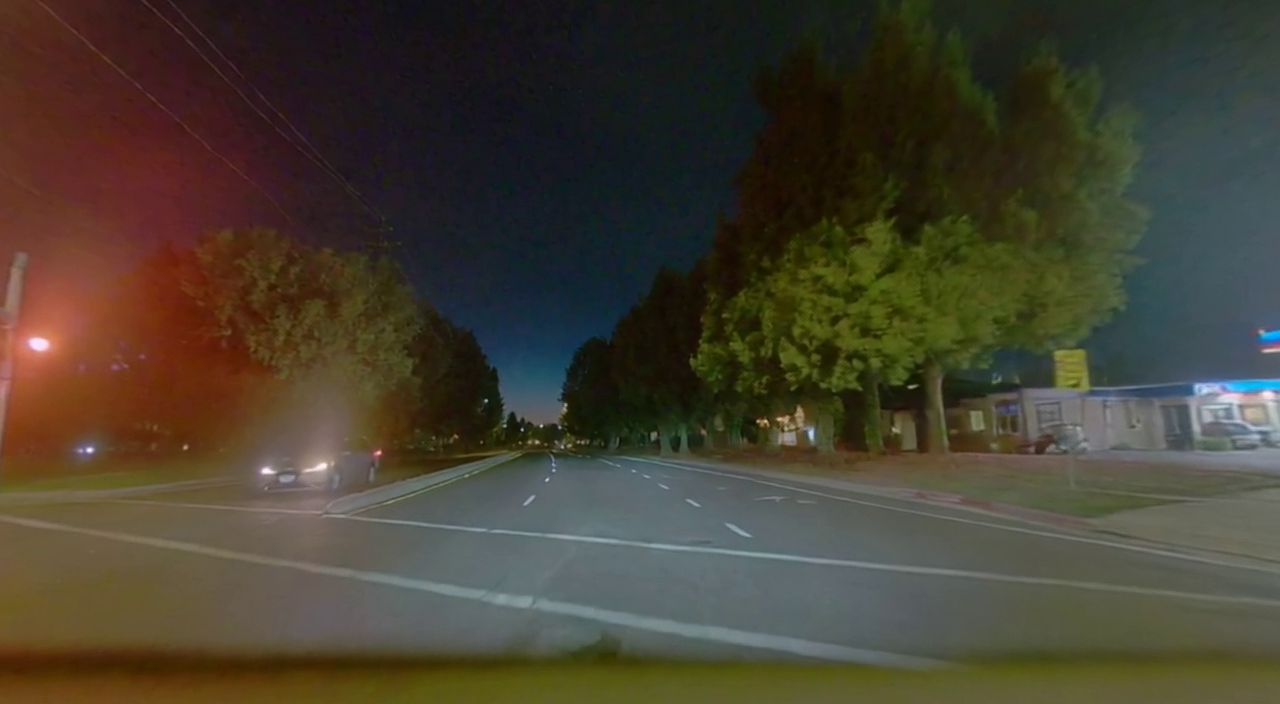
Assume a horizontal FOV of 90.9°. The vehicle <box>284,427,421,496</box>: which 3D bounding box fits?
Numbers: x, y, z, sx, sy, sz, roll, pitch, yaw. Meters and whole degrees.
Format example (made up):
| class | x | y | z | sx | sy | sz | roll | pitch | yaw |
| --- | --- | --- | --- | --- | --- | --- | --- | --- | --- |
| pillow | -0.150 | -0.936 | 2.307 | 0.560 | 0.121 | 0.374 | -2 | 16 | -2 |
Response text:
| class | x | y | z | sx | sy | sz | roll | pitch | yaw |
| --- | --- | --- | --- | --- | --- | --- | --- | --- | --- |
| vehicle | -7.752 | 2.985 | 17.567 | 2.048 | 1.670 | 4.450 | 1 | -8 | -5 |
